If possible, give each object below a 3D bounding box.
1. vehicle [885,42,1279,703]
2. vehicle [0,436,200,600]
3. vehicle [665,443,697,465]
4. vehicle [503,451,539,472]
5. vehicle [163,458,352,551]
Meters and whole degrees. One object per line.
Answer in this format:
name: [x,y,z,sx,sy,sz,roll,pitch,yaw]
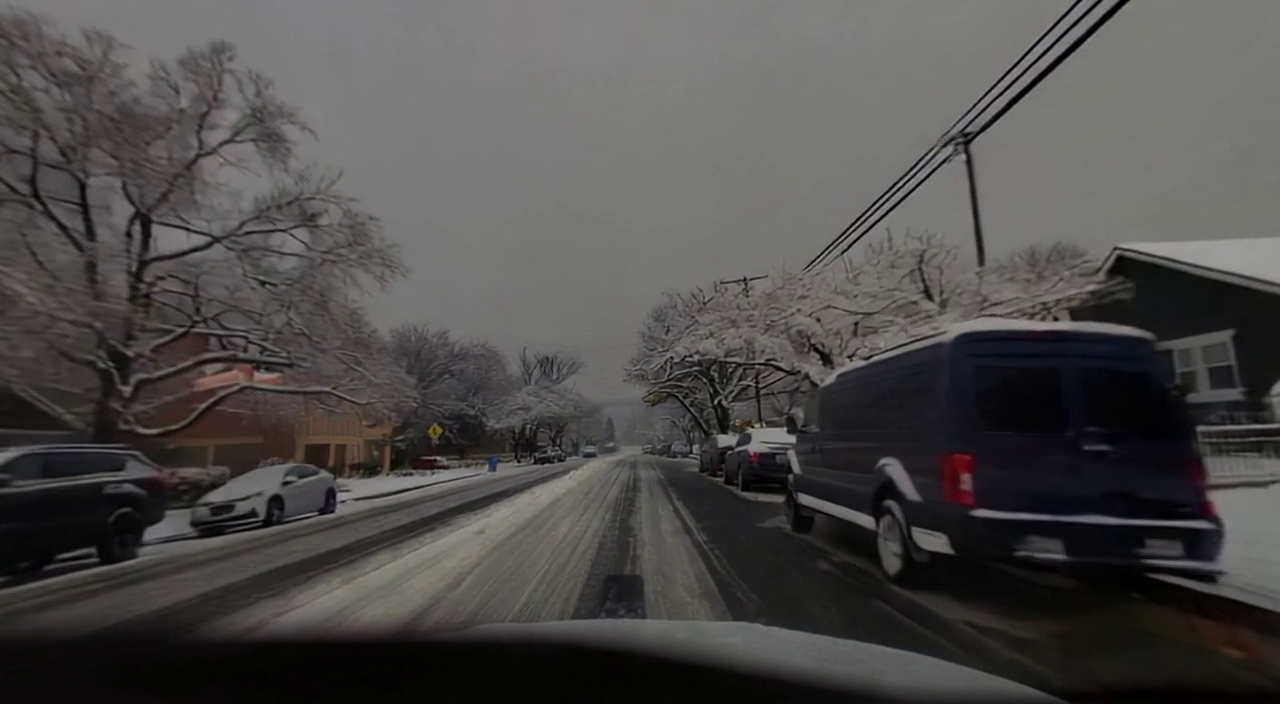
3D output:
vehicle: [3.067,0.406,2.840,2.233,2.453,3.787,0,-9,-2]
vehicle: [-8.477,2.155,8.324,2.163,1.841,4.679,-6,-7,-2]
vehicle: [2.964,7.455,46.493,1.927,1.529,4.144,0,-9,-3]
vehicle: [-8.730,8.051,46.559,1.937,1.427,4.510,0,-9,-2]
vehicle: [-8.456,3.329,14.448,1.839,1.384,4.124,-7,-7,-2]
